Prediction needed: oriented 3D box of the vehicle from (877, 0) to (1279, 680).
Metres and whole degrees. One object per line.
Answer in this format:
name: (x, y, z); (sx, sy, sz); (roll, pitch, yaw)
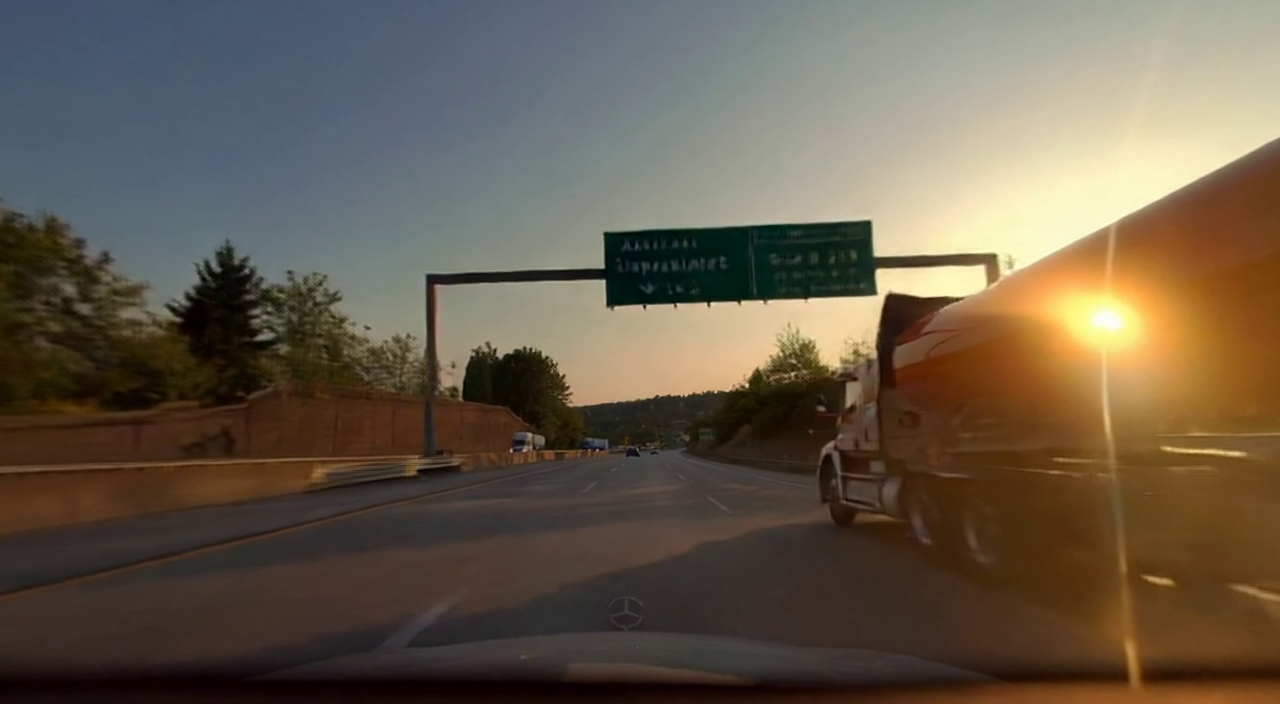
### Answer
vehicle: (4.338, -0.952, 0.532); (2.784, 4.080, 13.516); (-2, -9, -1)
